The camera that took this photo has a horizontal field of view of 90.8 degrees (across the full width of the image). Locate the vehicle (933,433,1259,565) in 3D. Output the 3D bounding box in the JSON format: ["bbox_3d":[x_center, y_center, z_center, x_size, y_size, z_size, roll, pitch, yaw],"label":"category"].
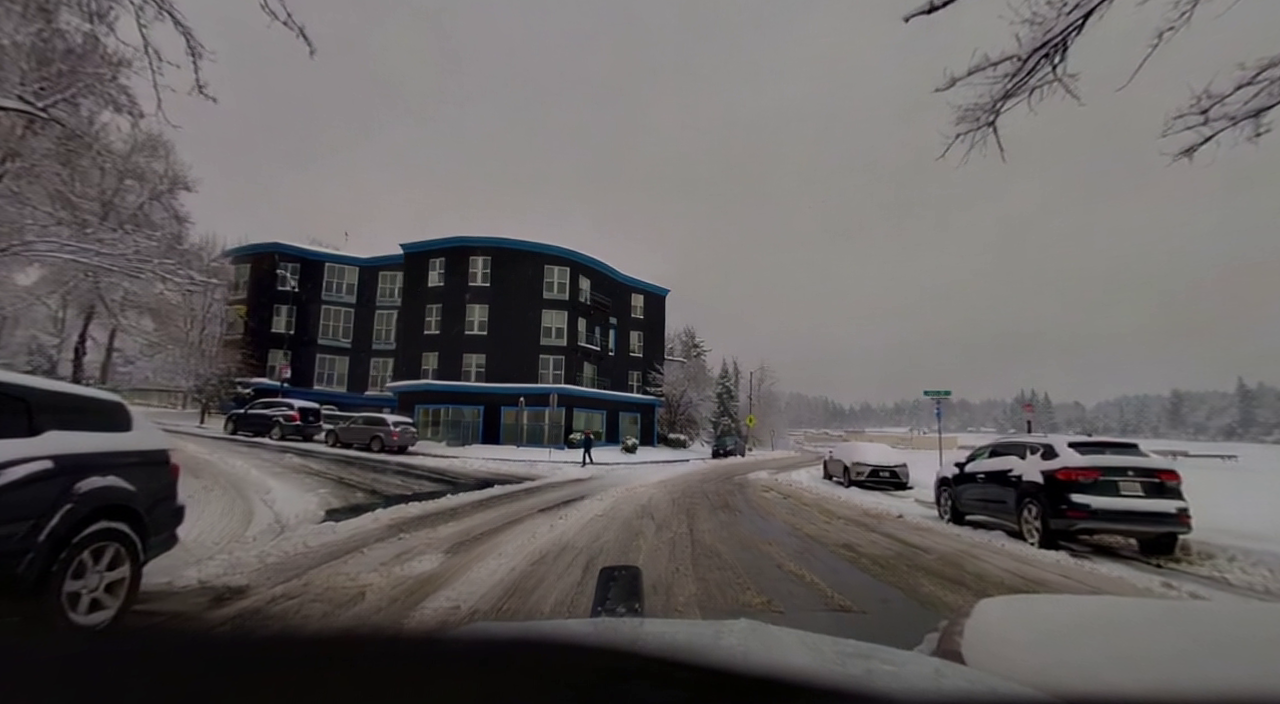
[{"bbox_3d":[7.505,2.411,11.346,2.181,1.792,5.066,0,-8,2],"label":"vehicle"}]

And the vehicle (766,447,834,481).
[{"bbox_3d":[7.900,5.565,31.722,2.122,1.554,4.777,0,-8,-1],"label":"vehicle"}]

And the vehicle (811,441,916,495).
[{"bbox_3d":[7.923,4.129,22.961,1.917,1.704,4.840,0,-8,-2],"label":"vehicle"}]

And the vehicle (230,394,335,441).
[{"bbox_3d":[-18.682,3.426,33.043,4.598,1.645,2.019,8,-5,20],"label":"vehicle"}]

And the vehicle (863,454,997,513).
[{"bbox_3d":[7.820,3.546,17.528,1.900,1.368,4.176,-1,-8,3],"label":"vehicle"}]

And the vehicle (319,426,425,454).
[{"bbox_3d":[-13.580,4.490,32.249,4.603,1.335,1.889,1,-9,-8],"label":"vehicle"}]

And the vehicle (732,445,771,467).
[{"bbox_3d":[7.738,7.249,44.255,1.901,1.495,4.340,0,-8,0],"label":"vehicle"}]

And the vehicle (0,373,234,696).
[{"bbox_3d":[-4.511,0.914,2.924,2.285,1.712,5.200,1,-8,-7],"label":"vehicle"}]
